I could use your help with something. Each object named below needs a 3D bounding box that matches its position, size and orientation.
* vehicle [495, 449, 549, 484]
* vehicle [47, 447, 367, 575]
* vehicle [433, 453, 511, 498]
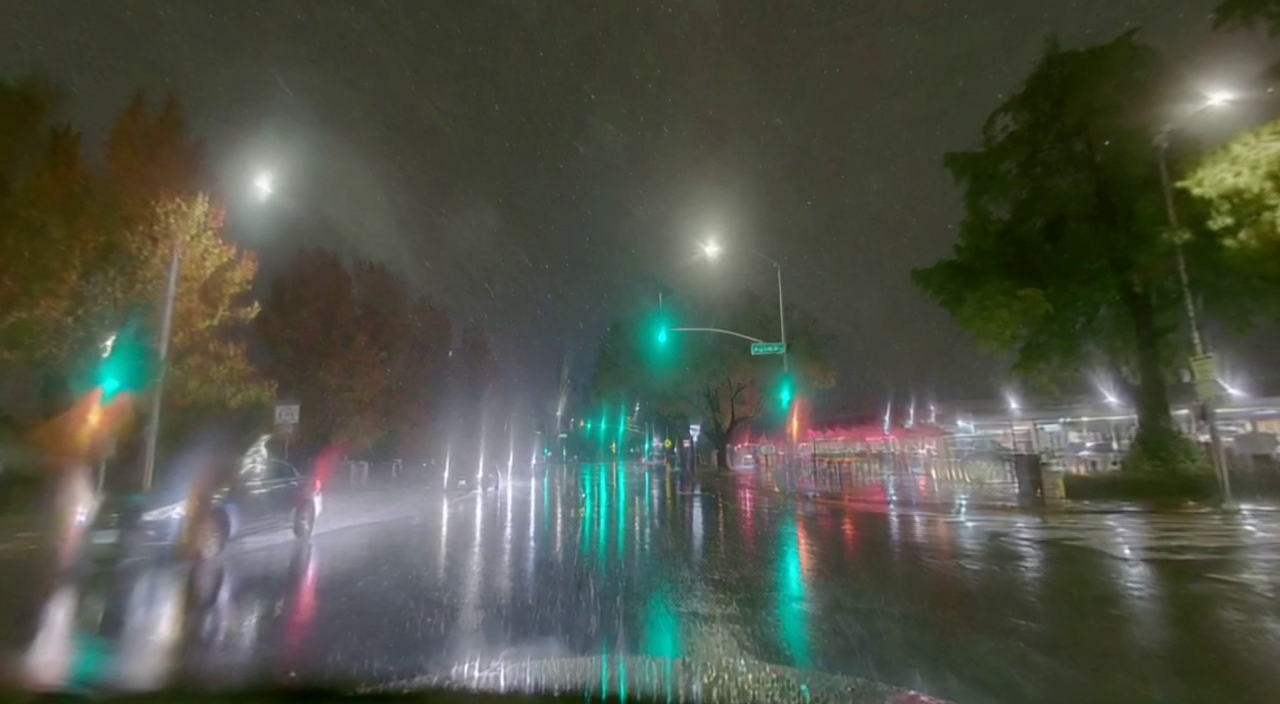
[{"bbox_3d":[-7.255,7.083,39.391,2.545,1.943,5.168,0,-8,-2],"label":"vehicle"},{"bbox_3d":[-6.462,2.355,10.255,2.071,1.588,4.336,0,-8,0],"label":"vehicle"},{"bbox_3d":[-6.810,5.018,26.135,2.019,1.596,4.608,0,-8,-1],"label":"vehicle"}]
